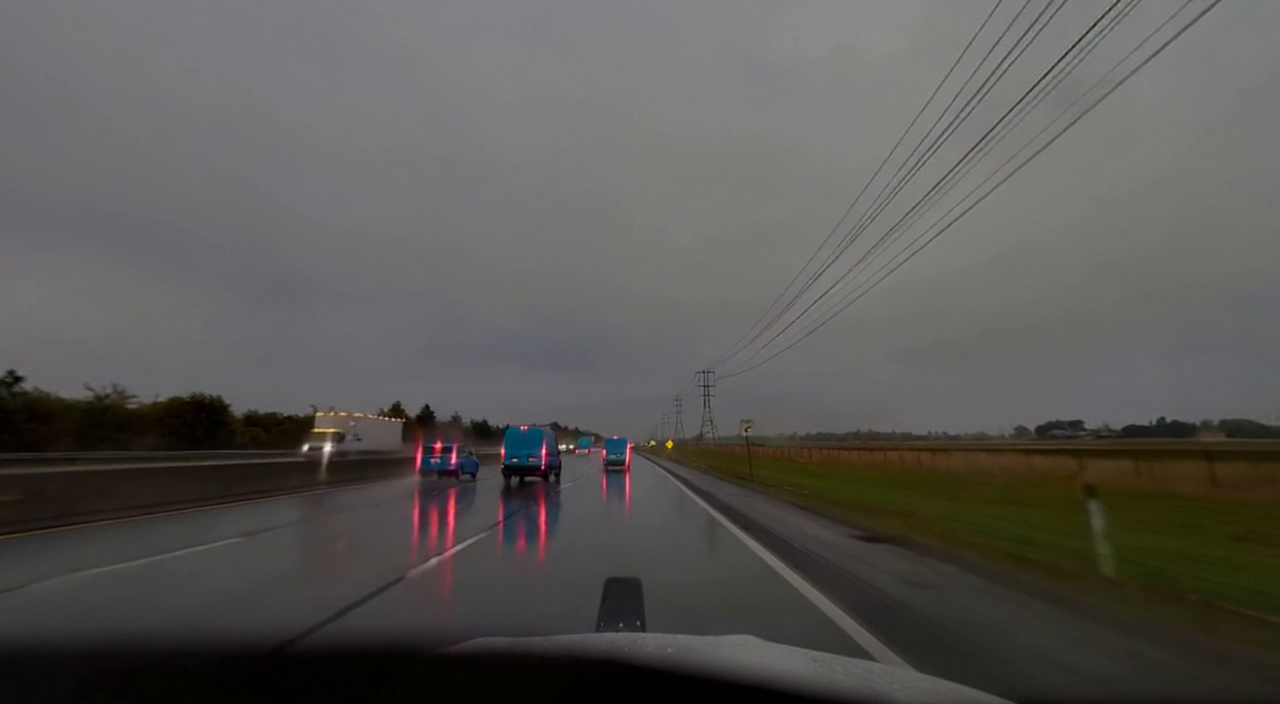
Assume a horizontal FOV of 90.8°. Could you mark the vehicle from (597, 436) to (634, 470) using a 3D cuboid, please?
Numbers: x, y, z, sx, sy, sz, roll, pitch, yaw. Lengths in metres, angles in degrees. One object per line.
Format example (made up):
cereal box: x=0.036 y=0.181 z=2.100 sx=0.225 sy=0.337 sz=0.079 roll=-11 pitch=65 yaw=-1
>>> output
vehicle: x=-1.547 y=6.459 z=40.397 sx=2.197 sy=2.011 sz=5.130 roll=0 pitch=-9 yaw=-2

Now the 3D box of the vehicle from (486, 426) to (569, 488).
vehicle: x=-3.961 y=3.836 z=23.211 sx=2.145 sy=2.010 sz=4.980 roll=0 pitch=-9 yaw=-1

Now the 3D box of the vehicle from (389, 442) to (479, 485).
vehicle: x=-8.011 y=4.380 z=25.079 sx=1.975 sy=1.540 sz=4.759 roll=0 pitch=-9 yaw=0

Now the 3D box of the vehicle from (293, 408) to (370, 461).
vehicle: x=-24.113 y=6.564 z=49.675 sx=3.020 sy=3.938 sz=5.806 roll=0 pitch=-9 yaw=-1
